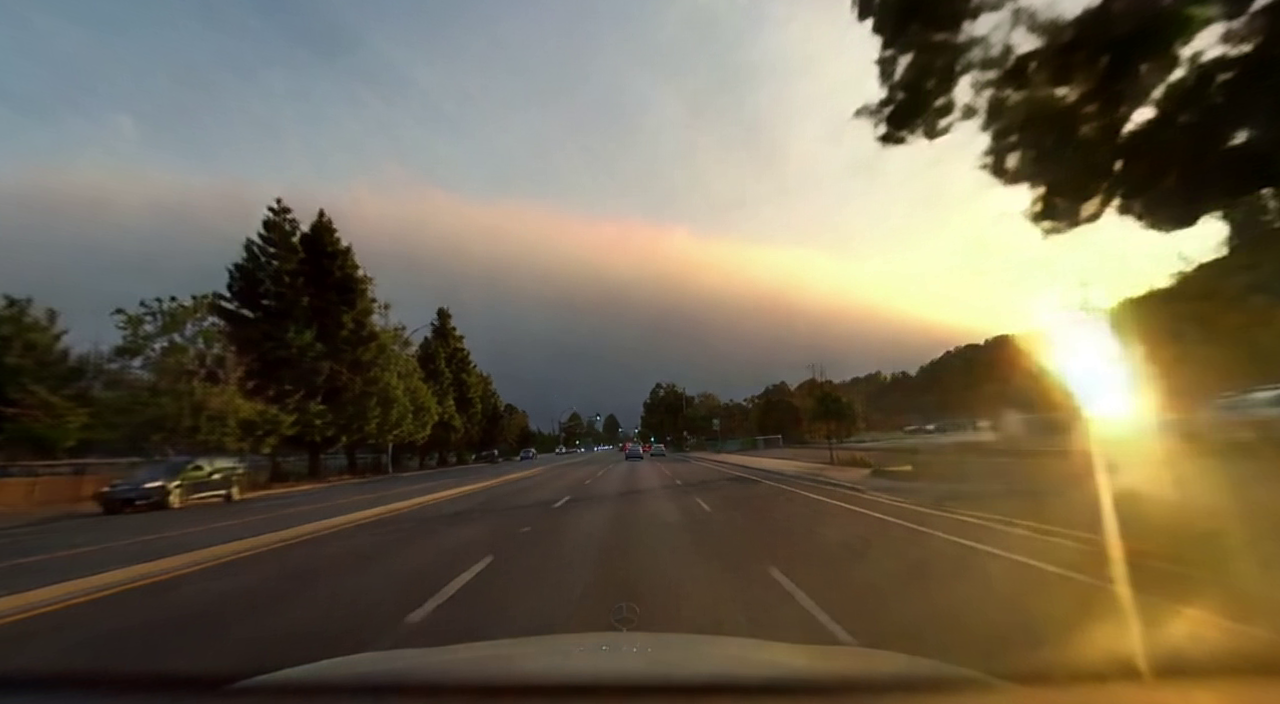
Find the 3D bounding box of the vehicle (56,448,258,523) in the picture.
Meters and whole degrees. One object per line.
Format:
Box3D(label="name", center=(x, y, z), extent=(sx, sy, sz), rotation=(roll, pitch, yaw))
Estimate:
Box3D(label="vehicle", center=(-14.589, 3.982, 19.665), extent=(2.055, 1.742, 5.503), rotation=(-4, -7, -1))
